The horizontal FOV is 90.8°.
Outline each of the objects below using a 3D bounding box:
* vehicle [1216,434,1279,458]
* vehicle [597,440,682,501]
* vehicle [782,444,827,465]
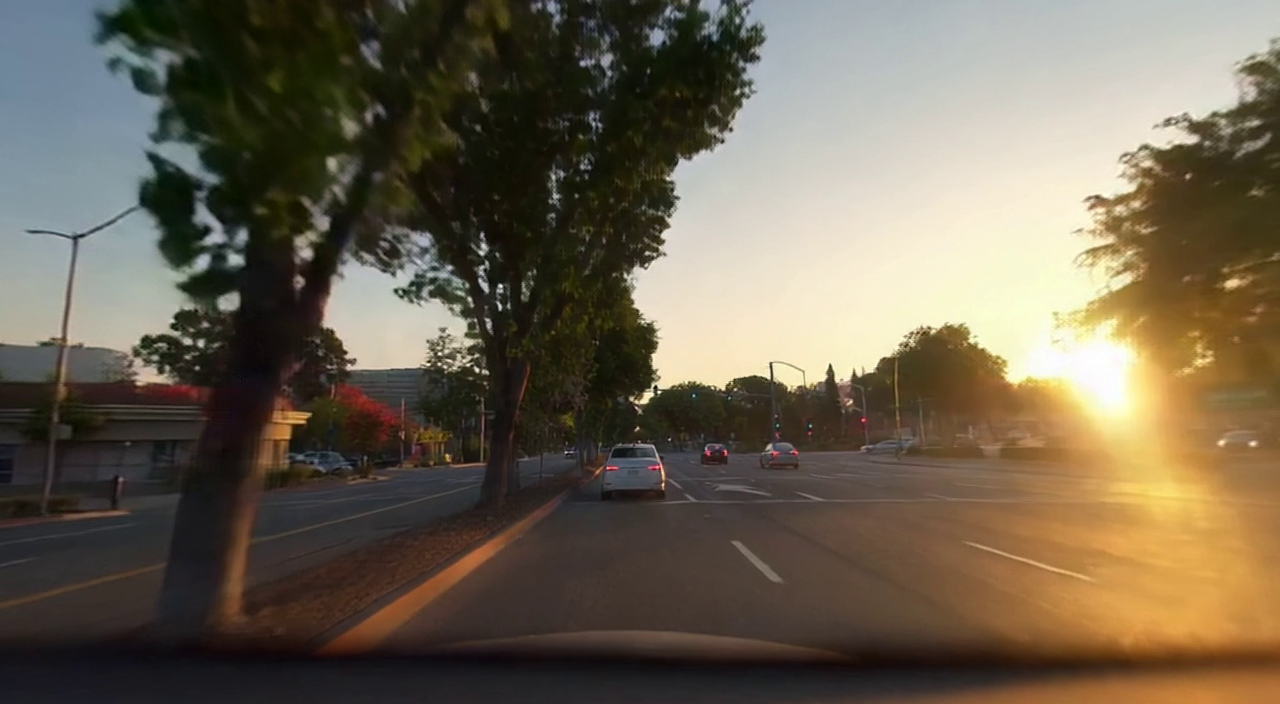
[{"bbox_3d":[40.371,6.233,41.884,3.834,1.470,1.910,4,-10,-28],"label":"vehicle"},{"bbox_3d":[-0.044,3.208,17.547,2.064,1.477,3.968,0,-9,-1],"label":"vehicle"},{"bbox_3d":[12.422,7.756,48.067,2.059,1.482,4.568,0,-9,-1],"label":"vehicle"}]
